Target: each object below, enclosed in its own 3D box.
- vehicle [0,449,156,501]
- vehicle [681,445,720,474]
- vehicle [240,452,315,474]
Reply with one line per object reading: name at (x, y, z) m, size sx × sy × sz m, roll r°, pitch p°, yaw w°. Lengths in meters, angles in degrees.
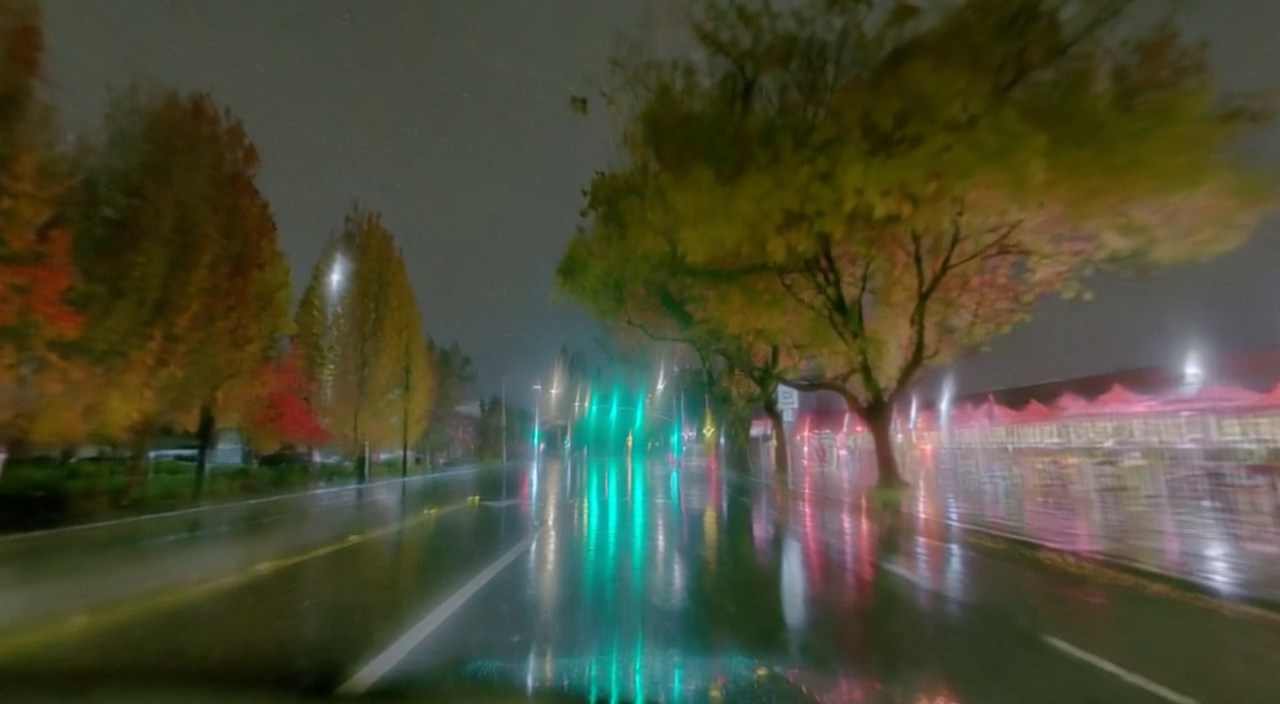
vehicle at (-20.055, 4.312, 22.585) m, size 1.981 × 1.510 × 4.439 m, roll 1°, pitch -7°, yaw 0°
vehicle at (3.847, 6.906, 40.941) m, size 1.957 × 1.753 × 4.413 m, roll 1°, pitch -8°, yaw -2°
vehicle at (-26.209, 8.058, 45.834) m, size 4.402 × 1.449 × 1.880 m, roll 4°, pitch -8°, yaw -19°
